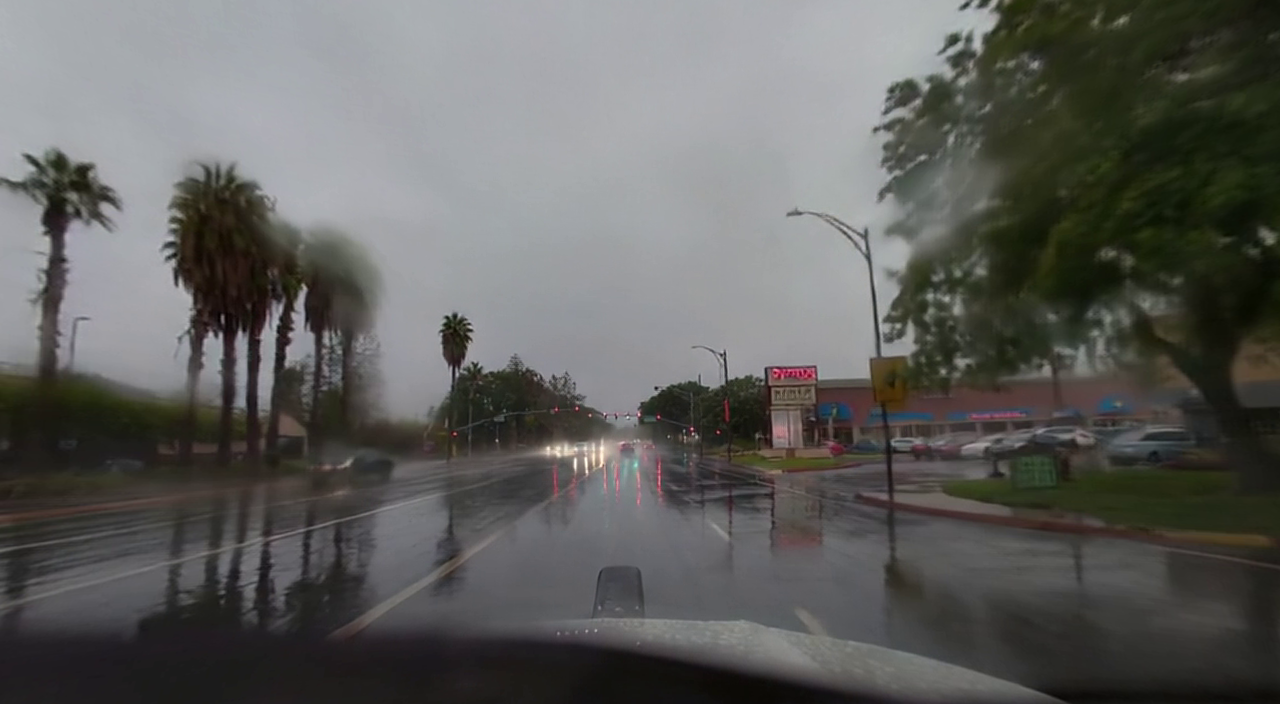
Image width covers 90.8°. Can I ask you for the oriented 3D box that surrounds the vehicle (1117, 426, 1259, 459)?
[{"bbox_3d":[27.097,4.541,31.499,4.809,1.499,2.130,-4,-9,23],"label":"vehicle"}]

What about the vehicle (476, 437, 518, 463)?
[{"bbox_3d":[-10.425,7.175,46.344,2.022,1.746,4.406,0,-9,0],"label":"vehicle"}]

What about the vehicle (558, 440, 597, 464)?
[{"bbox_3d":[-4.043,6.575,41.514,2.181,1.483,4.123,0,-9,-1],"label":"vehicle"}]

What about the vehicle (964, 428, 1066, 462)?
[{"bbox_3d":[20.496,5.138,34.775,4.548,1.741,1.971,-4,-10,25],"label":"vehicle"}]
